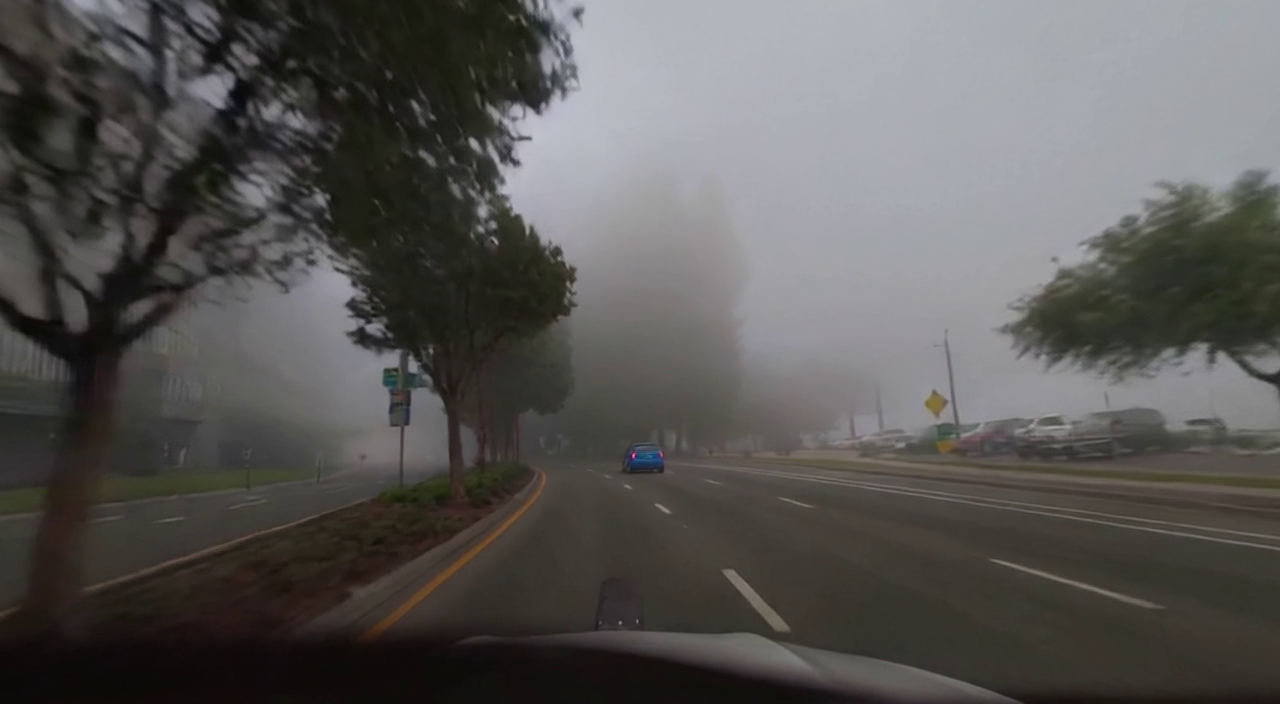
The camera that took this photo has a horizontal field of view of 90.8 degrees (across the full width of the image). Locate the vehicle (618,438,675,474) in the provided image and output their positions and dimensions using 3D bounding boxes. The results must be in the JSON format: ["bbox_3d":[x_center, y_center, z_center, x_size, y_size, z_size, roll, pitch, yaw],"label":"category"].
[{"bbox_3d":[0.246,5.296,32.434,2.165,1.633,4.381,0,-8,-10],"label":"vehicle"}]
